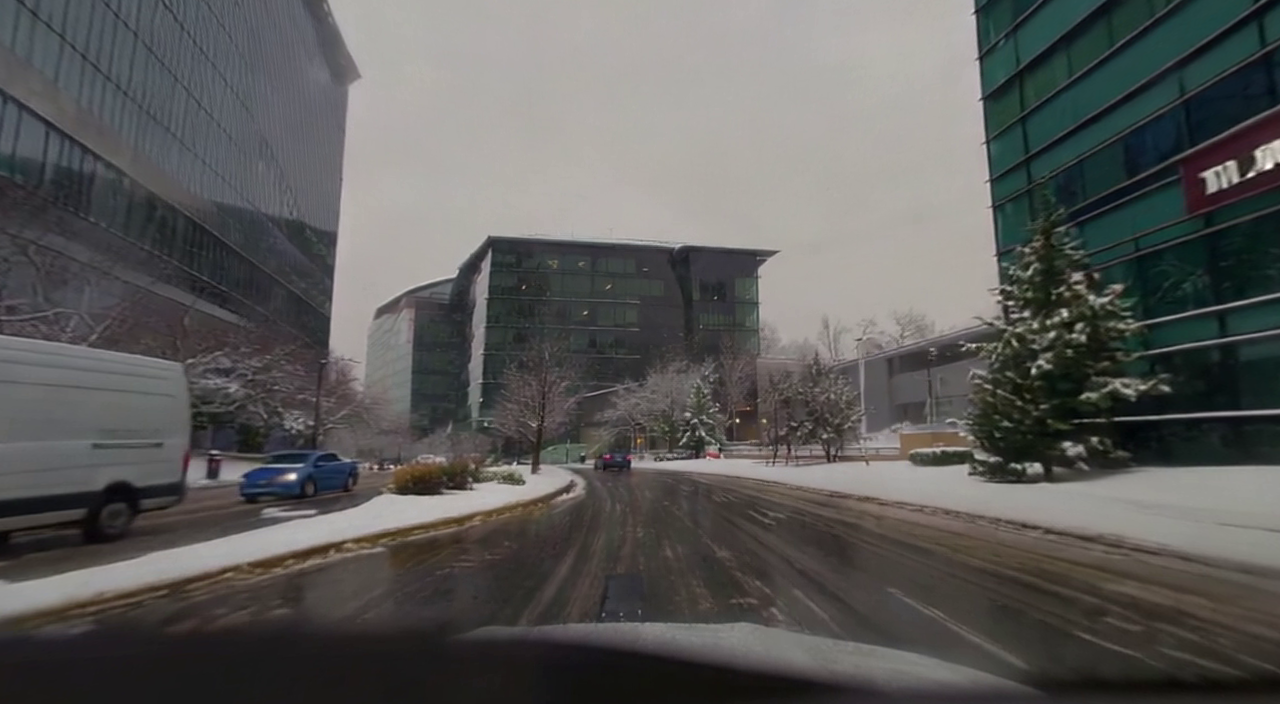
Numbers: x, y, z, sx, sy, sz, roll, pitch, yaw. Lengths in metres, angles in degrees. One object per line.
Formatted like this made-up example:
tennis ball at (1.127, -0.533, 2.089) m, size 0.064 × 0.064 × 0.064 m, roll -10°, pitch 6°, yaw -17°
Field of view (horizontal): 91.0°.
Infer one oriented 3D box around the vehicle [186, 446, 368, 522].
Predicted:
vehicle at (-8.413, 3.044, 15.096) m, size 2.004 × 1.549 × 3.947 m, roll 0°, pitch -8°, yaw -1°

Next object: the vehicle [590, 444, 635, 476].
vehicle at (-1.777, 6.555, 38.471) m, size 2.129 × 1.816 × 4.851 m, roll 2°, pitch -9°, yaw -10°

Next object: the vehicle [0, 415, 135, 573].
vehicle at (-8.020, 1.493, 6.508) m, size 2.028 × 1.718 × 4.479 m, roll 1°, pitch -8°, yaw -4°

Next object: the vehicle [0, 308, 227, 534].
vehicle at (-12.764, 1.290, 11.624) m, size 2.993 × 3.940 × 10.946 m, roll 1°, pitch -9°, yaw -2°
